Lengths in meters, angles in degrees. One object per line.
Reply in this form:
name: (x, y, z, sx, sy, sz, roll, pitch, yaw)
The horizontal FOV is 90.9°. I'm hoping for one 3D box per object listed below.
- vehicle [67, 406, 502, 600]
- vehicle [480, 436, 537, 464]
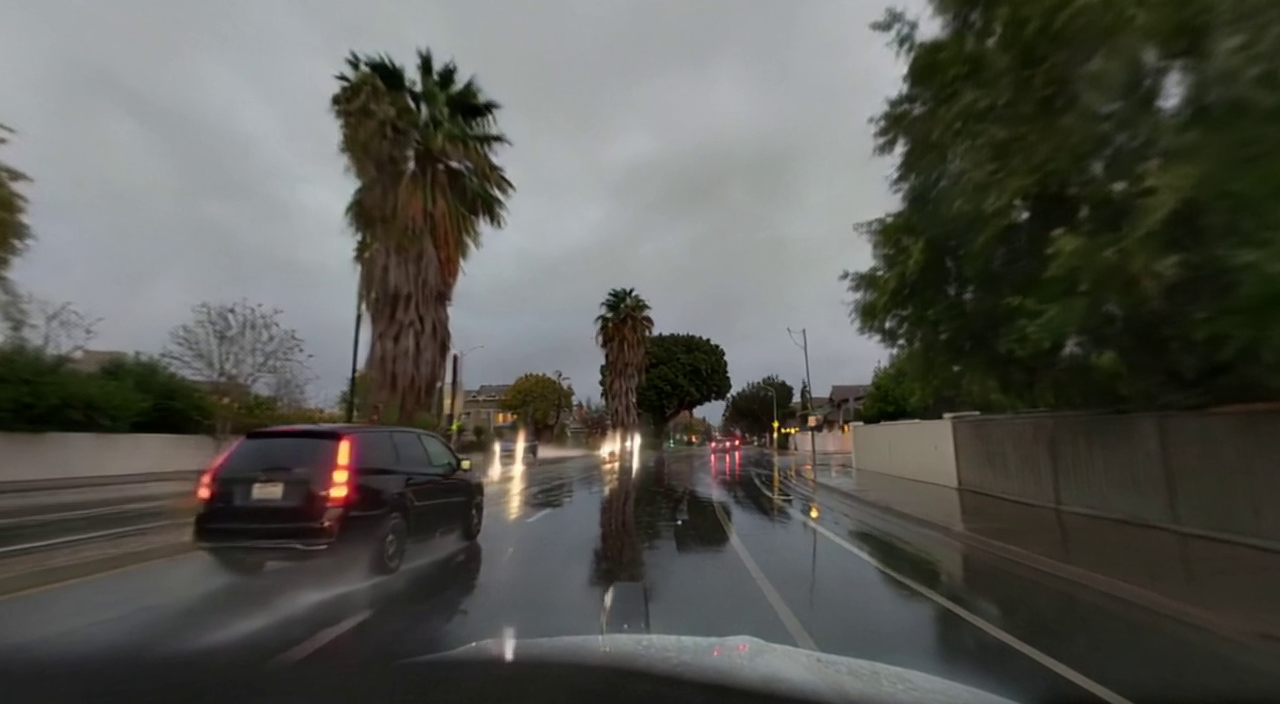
vehicle: (-3.357, 1.535, 7.391, 2.075, 1.498, 4.730, -1, -8, 5)
vehicle: (-8.336, 6.278, 40.397, 2.070, 1.644, 4.458, -2, -8, 10)
